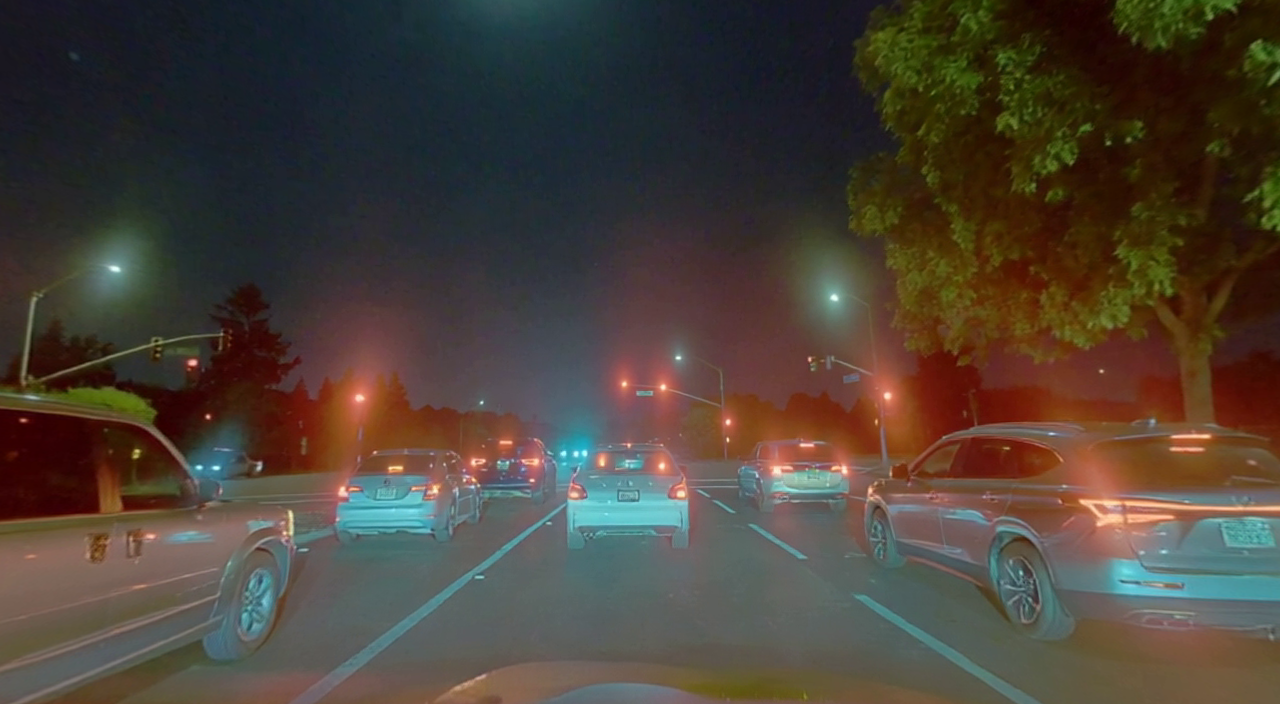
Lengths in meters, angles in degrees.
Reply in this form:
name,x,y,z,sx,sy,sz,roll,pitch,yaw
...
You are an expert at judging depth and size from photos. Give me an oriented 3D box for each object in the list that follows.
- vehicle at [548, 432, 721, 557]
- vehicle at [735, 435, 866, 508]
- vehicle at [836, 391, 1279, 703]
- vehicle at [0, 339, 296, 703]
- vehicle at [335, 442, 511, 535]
name,x,y,z,sx,sy,sz,roll,pitch,yaw
vehicle,-0.078,2.005,9.599,2.061,1.470,3.970,0,-8,0
vehicle,3.640,2.780,15.254,1.922,1.472,4.440,0,-8,-1
vehicle,3.394,1.307,5.426,1.933,1.564,4.600,0,-8,0
vehicle,-3.653,0.834,2.551,2.047,1.764,4.369,0,-8,0
vehicle,-3.929,2.504,12.341,1.919,1.459,4.371,0,-8,-1
